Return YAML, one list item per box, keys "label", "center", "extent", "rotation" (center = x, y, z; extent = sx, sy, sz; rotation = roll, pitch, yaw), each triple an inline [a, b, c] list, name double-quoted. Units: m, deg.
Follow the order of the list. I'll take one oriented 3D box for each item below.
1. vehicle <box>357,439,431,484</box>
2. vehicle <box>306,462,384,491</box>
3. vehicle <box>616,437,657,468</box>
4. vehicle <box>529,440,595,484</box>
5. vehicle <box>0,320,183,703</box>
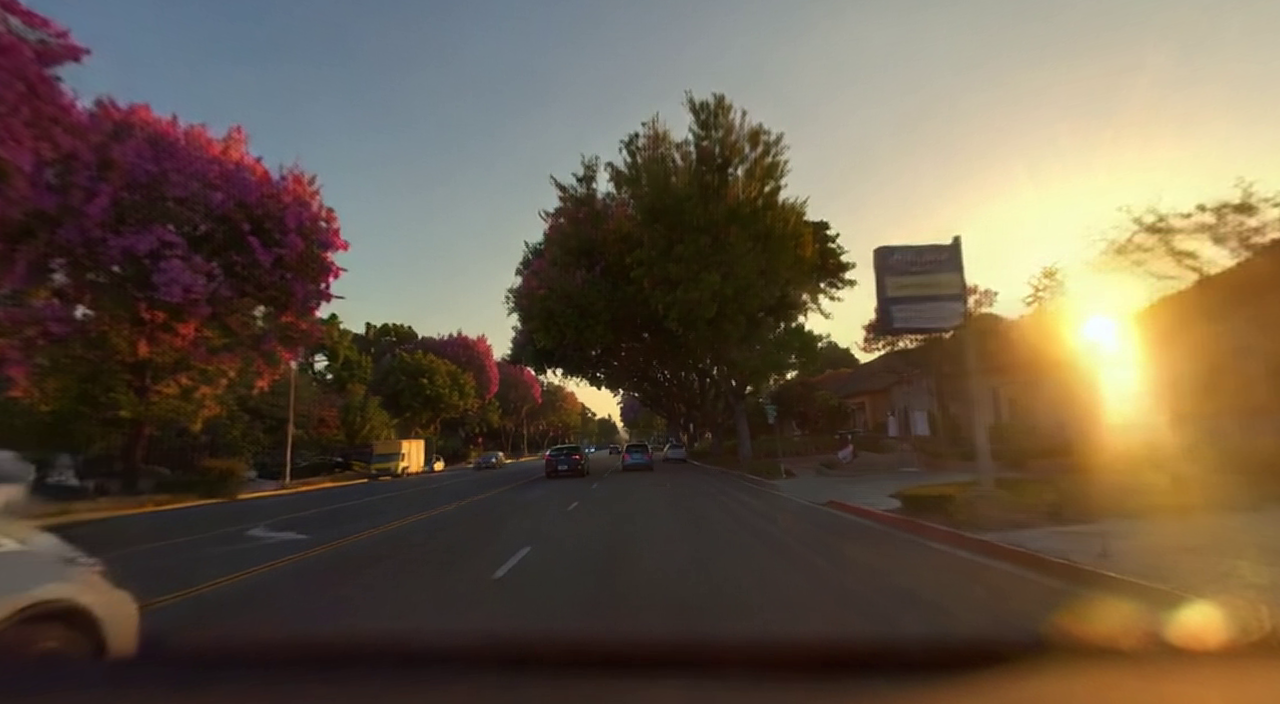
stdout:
- label: "vehicle"
  center: [-16.428, 7.280, 42.578]
  extent: [2.474, 2.431, 6.256]
  rotation: [-5, -7, -1]
- label: "vehicle"
  center: [-16.305, 6.875, 35.231]
  extent: [1.880, 1.372, 4.915]
  rotation: [0, -9, 1]
- label: "vehicle"
  center: [-0.258, 6.161, 38.788]
  extent: [2.376, 1.801, 4.317]
  rotation: [0, -9, -2]
- label: "vehicle"
  center: [-3.096, 4.474, 25.983]
  extent: [2.167, 1.634, 4.220]
  rotation: [0, -9, 0]
- label: "vehicle"
  center: [-3.116, 0.512, 0.163]
  extent: [2.257, 1.751, 5.028]
  rotation: [0, -9, -1]
